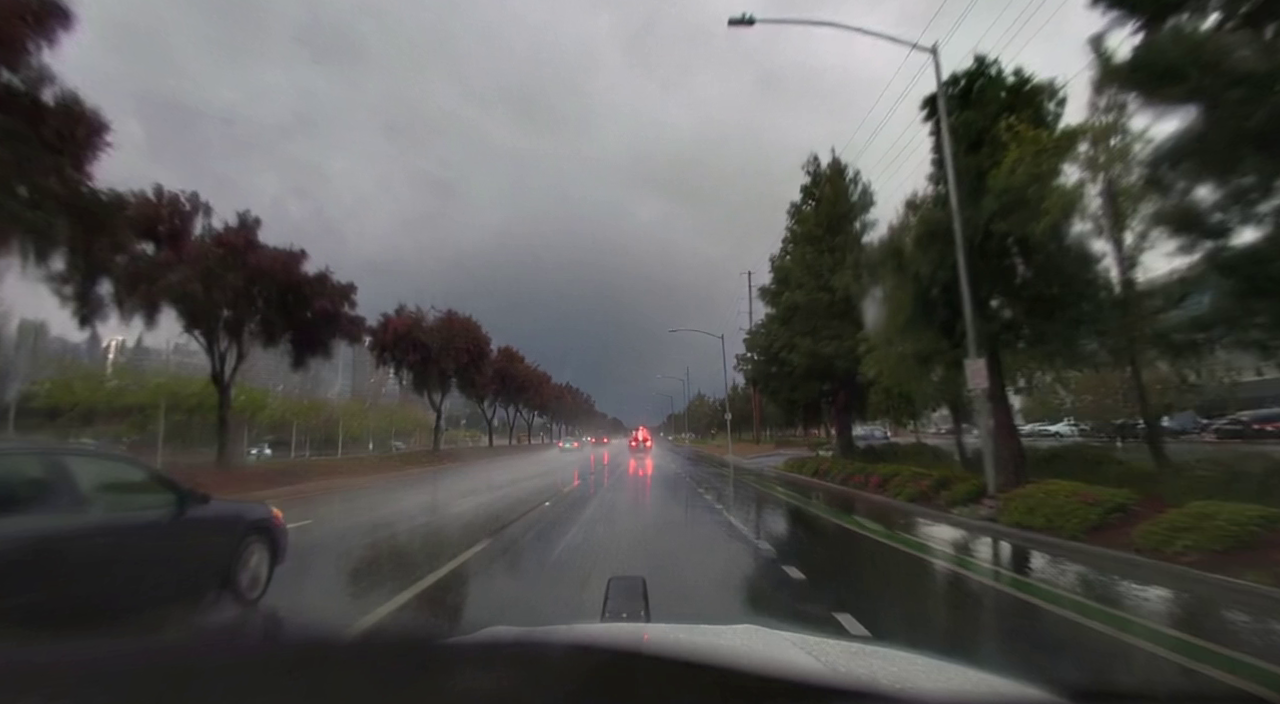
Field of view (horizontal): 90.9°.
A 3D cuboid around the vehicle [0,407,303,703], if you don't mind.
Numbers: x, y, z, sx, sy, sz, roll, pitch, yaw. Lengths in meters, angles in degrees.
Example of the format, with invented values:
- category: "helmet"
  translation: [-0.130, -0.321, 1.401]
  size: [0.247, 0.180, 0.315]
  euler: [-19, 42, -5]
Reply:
- category: "vehicle"
  translation: [-3.767, 0.971, 2.673]
  size: [1.942, 1.462, 4.905]
  euler: [0, -8, 0]

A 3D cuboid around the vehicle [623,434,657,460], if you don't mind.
- category: "vehicle"
  translation: [-0.010, 6.438, 42.914]
  size: [2.199, 1.652, 4.101]
  euler: [0, -8, 0]
